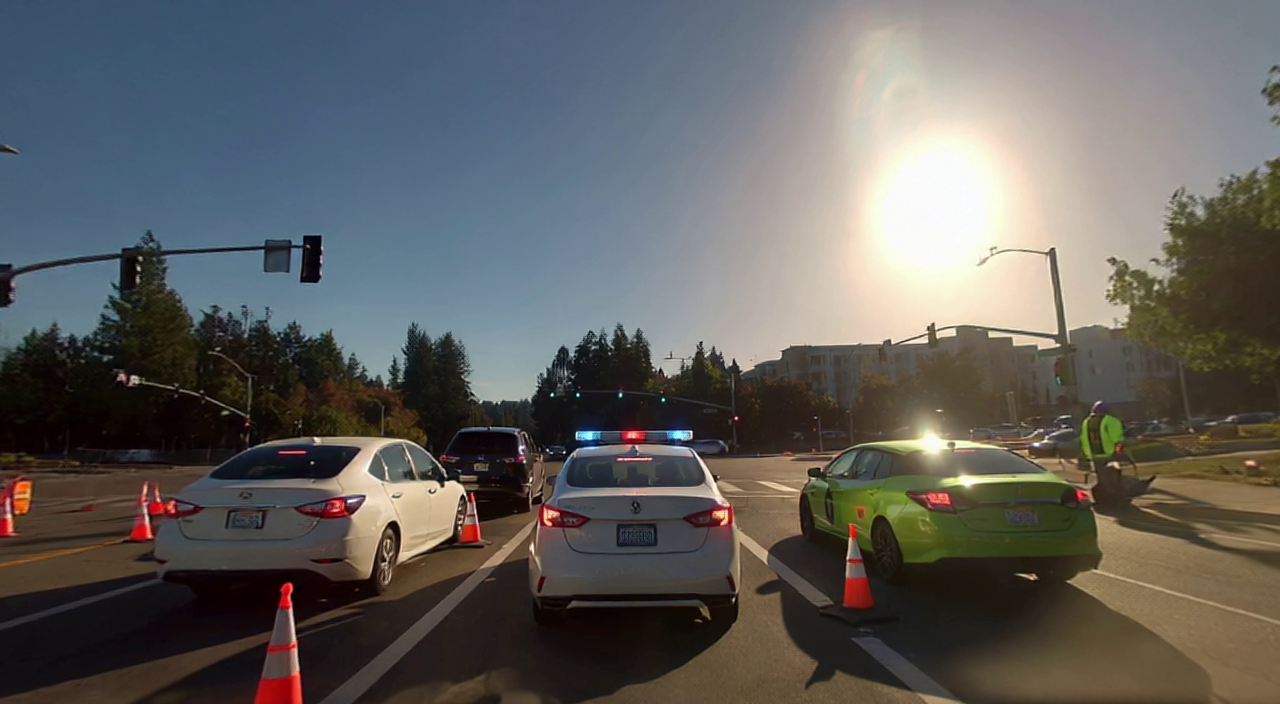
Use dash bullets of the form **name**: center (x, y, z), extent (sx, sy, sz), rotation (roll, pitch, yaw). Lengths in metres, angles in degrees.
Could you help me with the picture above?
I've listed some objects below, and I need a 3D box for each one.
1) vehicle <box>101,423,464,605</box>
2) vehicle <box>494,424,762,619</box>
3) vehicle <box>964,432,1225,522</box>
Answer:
- **vehicle**: center (-3.604, 1.676, 7.402), extent (1.863, 1.526, 4.006), rotation (0, -8, 1)
- **vehicle**: center (-0.136, 1.632, 7.094), extent (2.061, 1.486, 4.332), rotation (0, -8, -1)
- **vehicle**: center (9.334, 2.583, 13.593), extent (1.957, 1.576, 4.670), rotation (0, -9, -3)
